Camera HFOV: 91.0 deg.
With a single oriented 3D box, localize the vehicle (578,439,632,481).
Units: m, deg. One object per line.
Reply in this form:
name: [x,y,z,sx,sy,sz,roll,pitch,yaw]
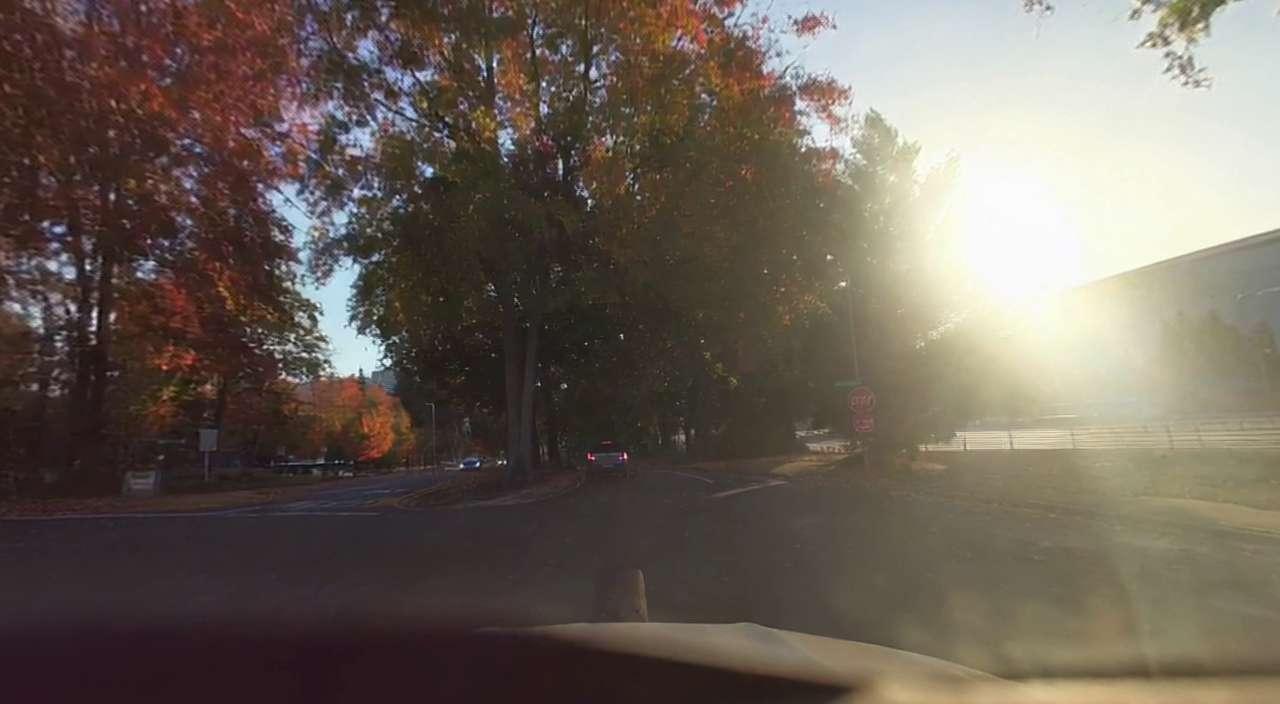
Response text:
vehicle: [-1.733,5.681,33.425,2.284,2.012,5.607,-1,-9,3]
